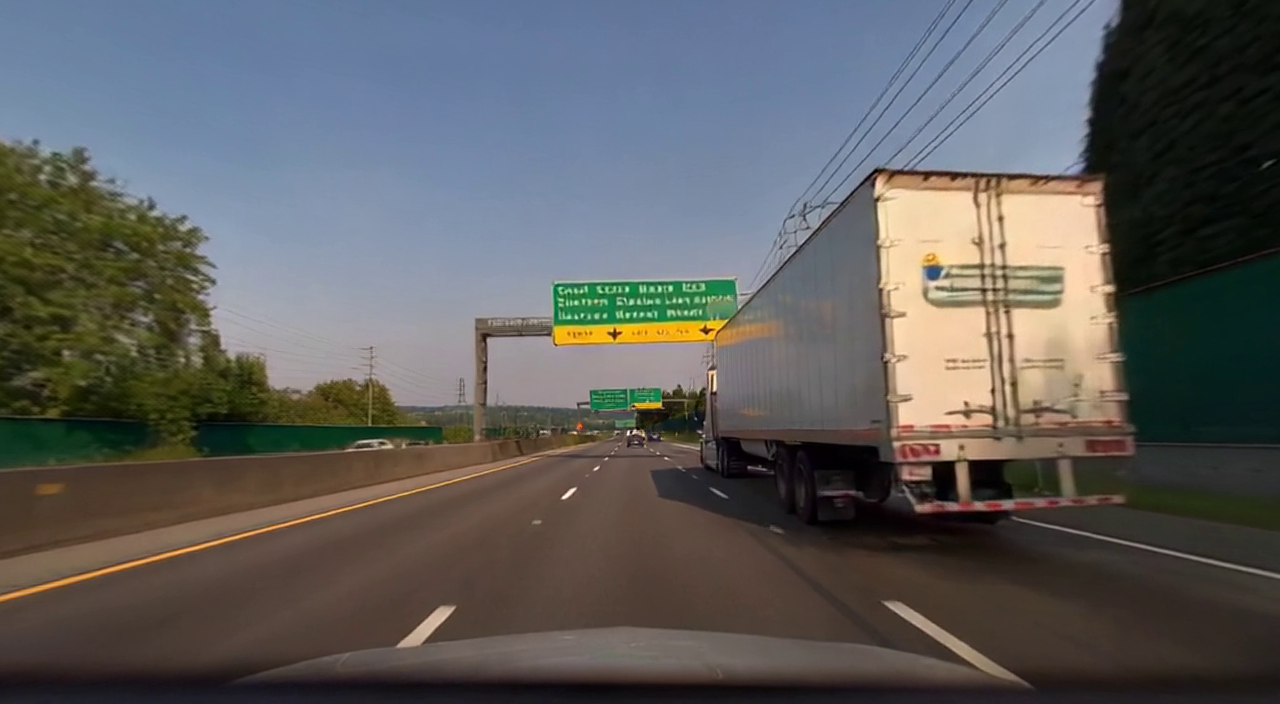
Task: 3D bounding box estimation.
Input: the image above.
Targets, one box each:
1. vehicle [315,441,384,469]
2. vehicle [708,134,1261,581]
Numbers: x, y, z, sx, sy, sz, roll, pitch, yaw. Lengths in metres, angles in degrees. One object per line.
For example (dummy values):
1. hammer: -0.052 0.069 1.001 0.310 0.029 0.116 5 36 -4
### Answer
1. vehicle: -16.092 5.707 35.185 1.812 1.475 4.361 0 -8 -1
2. vehicle: 3.649 0.849 12.125 2.944 3.973 13.227 0 -8 -1
